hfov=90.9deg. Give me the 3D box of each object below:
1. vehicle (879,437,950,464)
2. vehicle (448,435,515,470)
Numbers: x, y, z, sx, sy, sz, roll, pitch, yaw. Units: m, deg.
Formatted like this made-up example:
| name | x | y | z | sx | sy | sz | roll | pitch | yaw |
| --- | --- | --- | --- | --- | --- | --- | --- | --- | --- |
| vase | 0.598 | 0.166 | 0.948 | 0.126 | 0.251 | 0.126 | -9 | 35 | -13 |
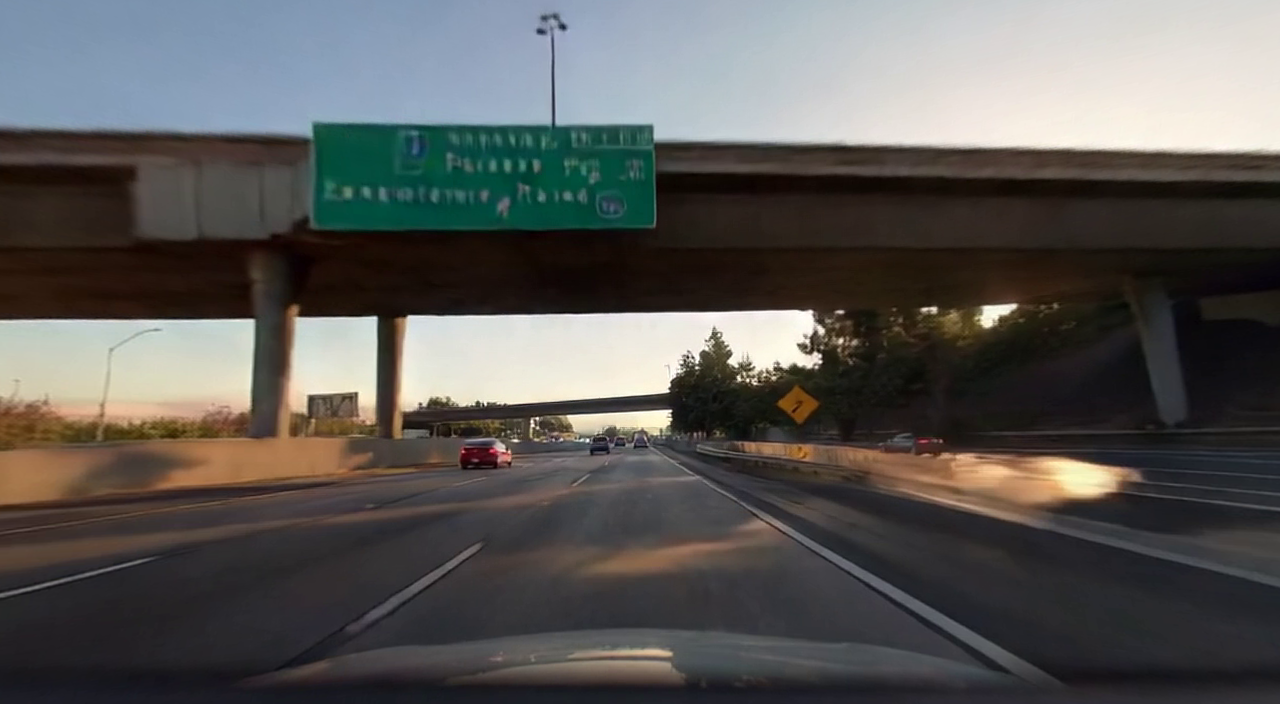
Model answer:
| name | x | y | z | sx | sy | sz | roll | pitch | yaw |
| --- | --- | --- | --- | --- | --- | --- | --- | --- | --- |
| vehicle | 17.279 | 6.202 | 39.974 | 2.000 | 1.515 | 4.188 | 0 | -7 | -11 |
| vehicle | -7.401 | 4.727 | 29.808 | 1.987 | 1.486 | 4.174 | 0 | -8 | 1 |
